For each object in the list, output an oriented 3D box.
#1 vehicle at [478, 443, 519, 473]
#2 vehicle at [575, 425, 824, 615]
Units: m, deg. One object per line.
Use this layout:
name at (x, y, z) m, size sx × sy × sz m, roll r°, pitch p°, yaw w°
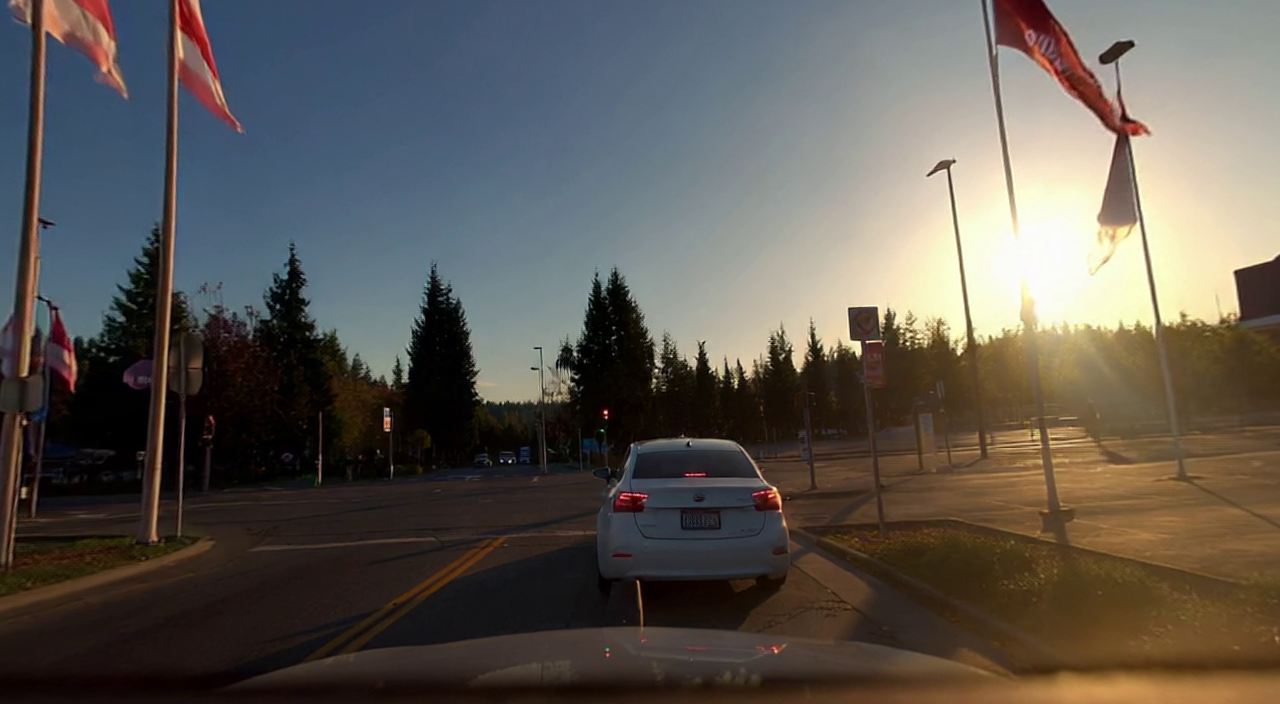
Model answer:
vehicle at (-9.996, 7.500, 44.802) m, size 2.212 × 1.948 × 4.537 m, roll 0°, pitch -9°, yaw -6°
vehicle at (0.383, 1.617, 6.896) m, size 1.985 × 1.463 × 3.647 m, roll 0°, pitch -9°, yaw -3°
